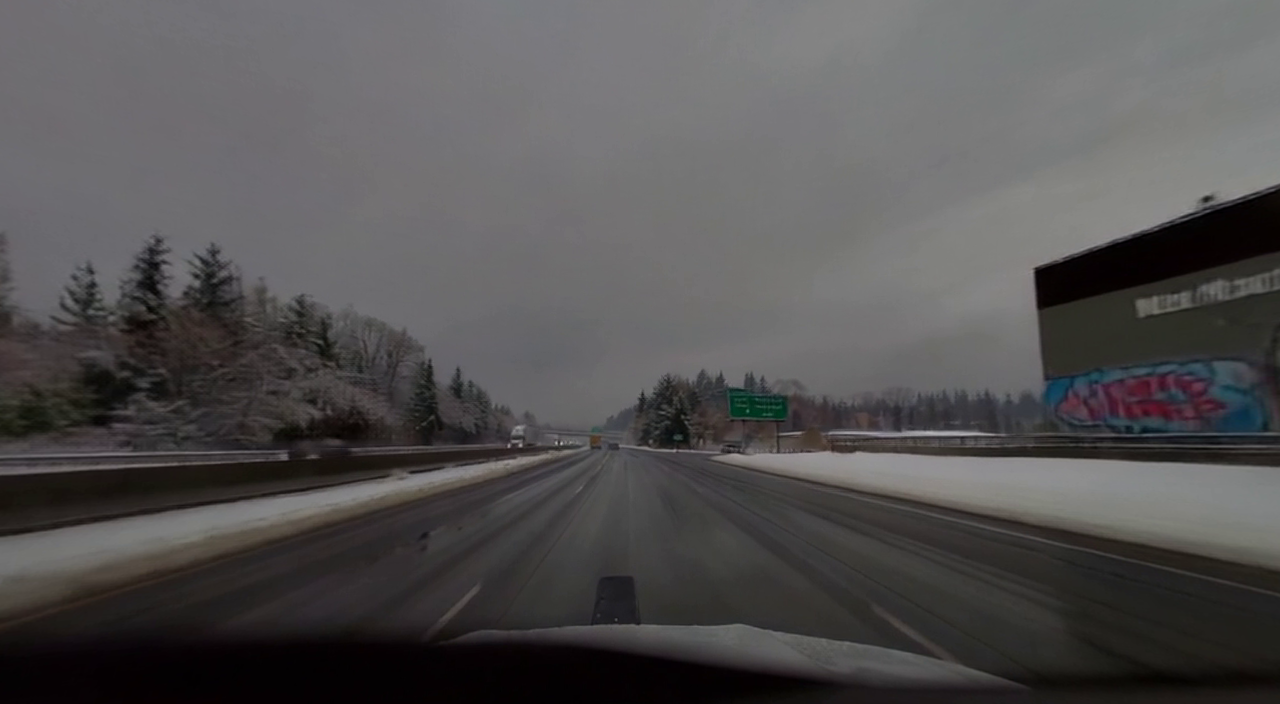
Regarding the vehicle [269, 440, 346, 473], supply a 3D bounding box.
[{"bbox_3d":[-16.455,5.155,31.343,1.748,1.478,3.824,0,-8,-1],"label":"vehicle"}]
